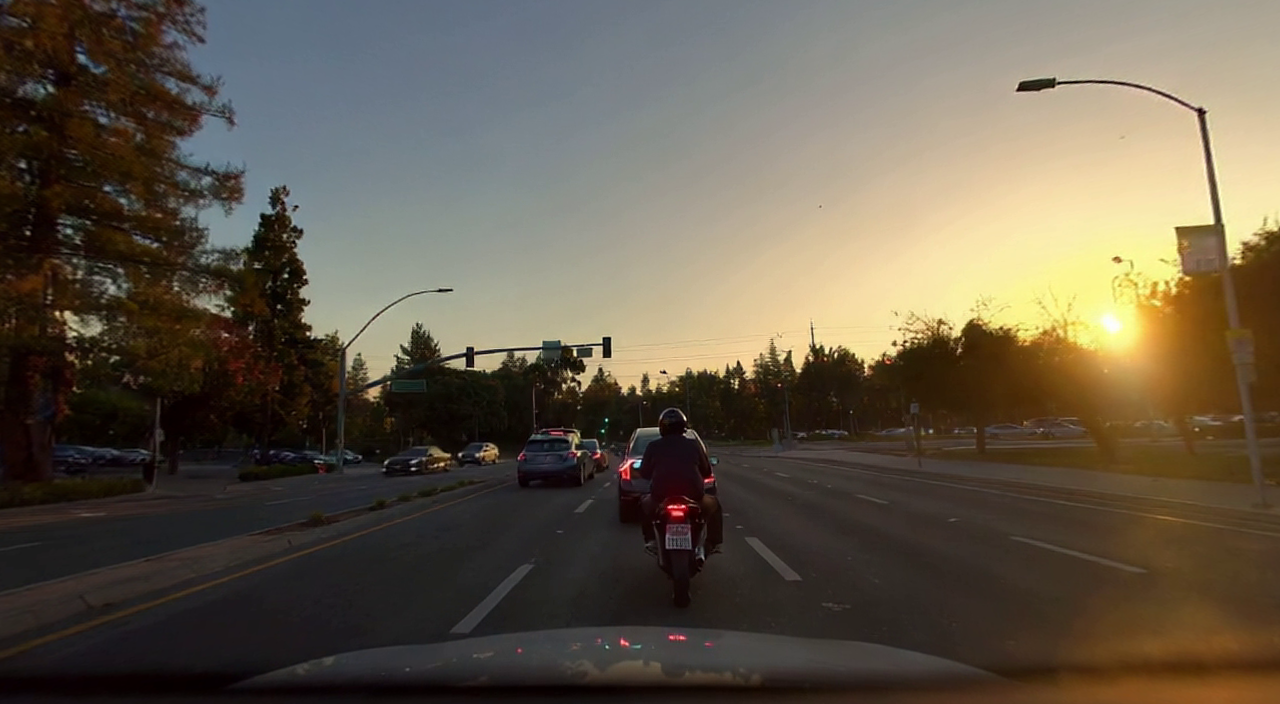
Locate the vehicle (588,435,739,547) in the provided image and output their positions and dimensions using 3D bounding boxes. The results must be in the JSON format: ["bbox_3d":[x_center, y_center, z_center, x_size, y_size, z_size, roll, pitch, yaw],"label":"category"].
[{"bbox_3d":[0.334,2.183,10.731,2.009,1.450,4.608,-1,-8,1],"label":"vehicle"}]

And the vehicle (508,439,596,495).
[{"bbox_3d":[-2.521,3.405,19.119,1.979,1.499,3.840,-1,-8,2],"label":"vehicle"}]

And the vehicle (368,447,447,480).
[{"bbox_3d":[-11.171,5.354,30.670,1.936,1.425,4.630,-1,-8,2],"label":"vehicle"}]

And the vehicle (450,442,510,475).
[{"bbox_3d":[-7.709,5.127,30.707,1.735,1.480,4.137,-1,-8,2],"label":"vehicle"}]
